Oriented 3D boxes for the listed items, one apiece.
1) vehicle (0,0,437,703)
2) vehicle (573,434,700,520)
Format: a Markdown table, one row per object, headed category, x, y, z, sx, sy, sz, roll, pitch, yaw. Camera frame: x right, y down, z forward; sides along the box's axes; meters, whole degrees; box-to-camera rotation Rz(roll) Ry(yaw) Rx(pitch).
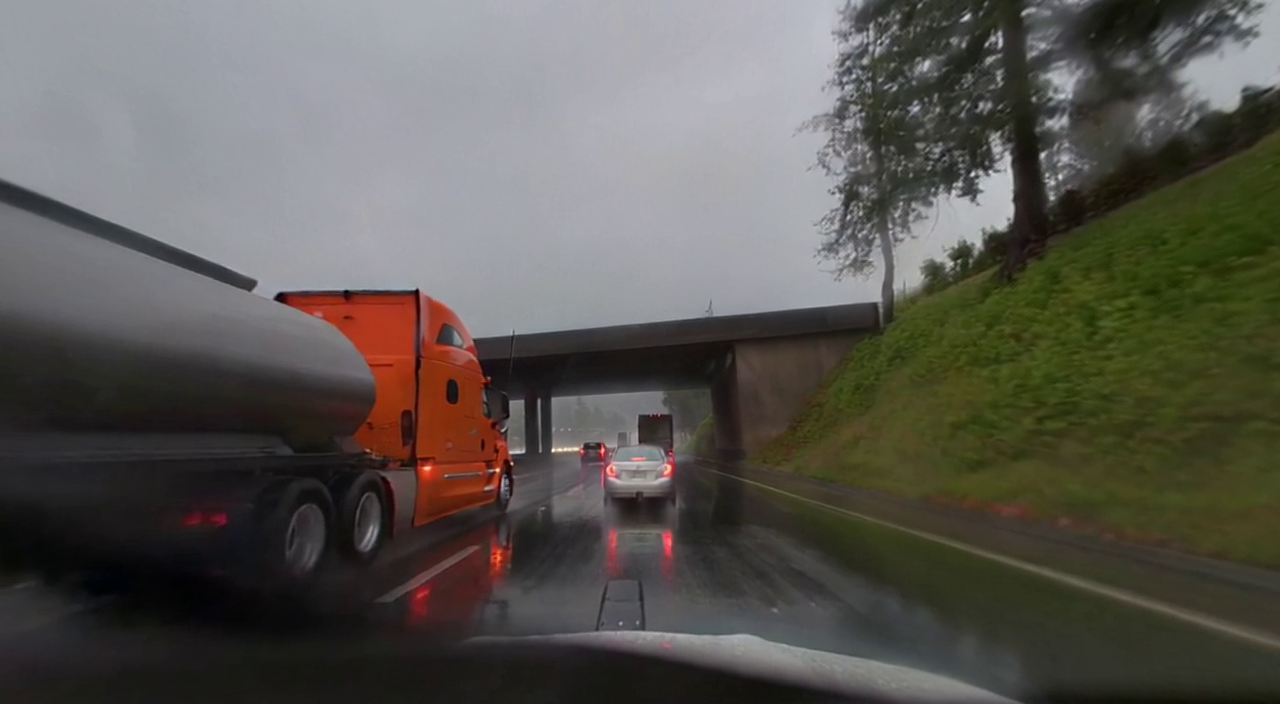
| category | x | y | z | sx | sy | sz | roll | pitch | yaw |
| --- | --- | --- | --- | --- | --- | --- | --- | --- | --- |
| vehicle | -4.217 | -0.260 | 0.980 | 2.896 | 3.563 | 14.643 | 0 | -9 | 0 |
| vehicle | -0.074 | 2.530 | 13.273 | 2.215 | 1.481 | 4.246 | 0 | -9 | 0 |
